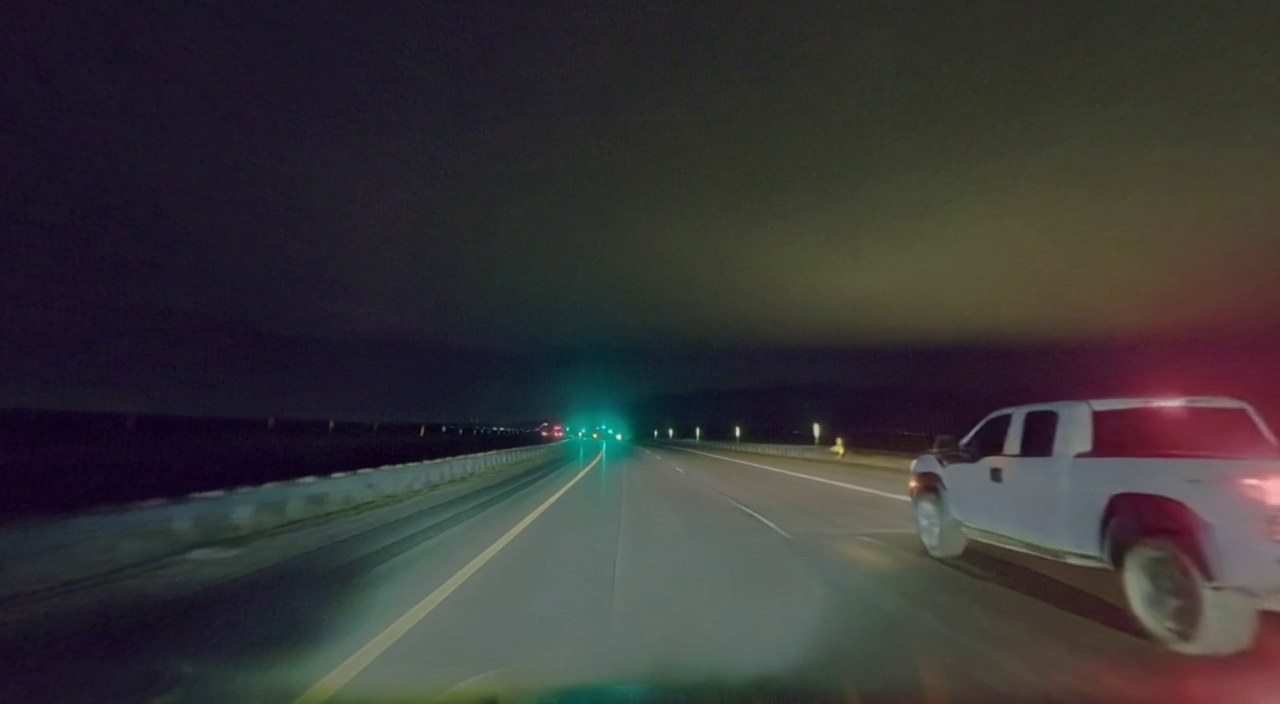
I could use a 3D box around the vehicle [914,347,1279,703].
[{"bbox_3d":[3.670,0.990,3.999,1.941,1.655,4.137,0,-8,-1],"label":"vehicle"}]
